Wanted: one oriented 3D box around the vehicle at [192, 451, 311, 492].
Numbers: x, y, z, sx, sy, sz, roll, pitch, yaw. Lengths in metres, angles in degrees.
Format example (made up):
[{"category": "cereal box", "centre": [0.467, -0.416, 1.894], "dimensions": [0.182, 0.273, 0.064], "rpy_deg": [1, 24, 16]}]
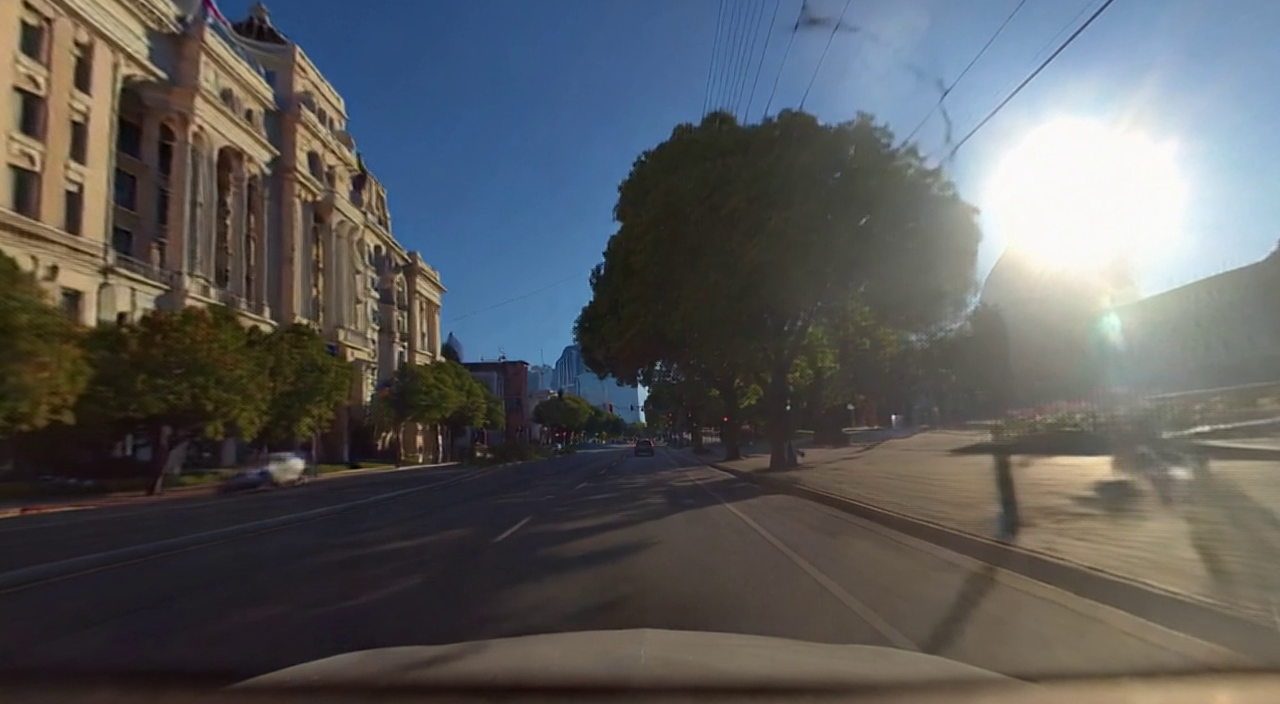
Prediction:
[{"category": "vehicle", "centre": [-16.117, 4.947, 26.521], "dimensions": [1.872, 1.490, 4.810], "rpy_deg": [0, -9, 1]}]
